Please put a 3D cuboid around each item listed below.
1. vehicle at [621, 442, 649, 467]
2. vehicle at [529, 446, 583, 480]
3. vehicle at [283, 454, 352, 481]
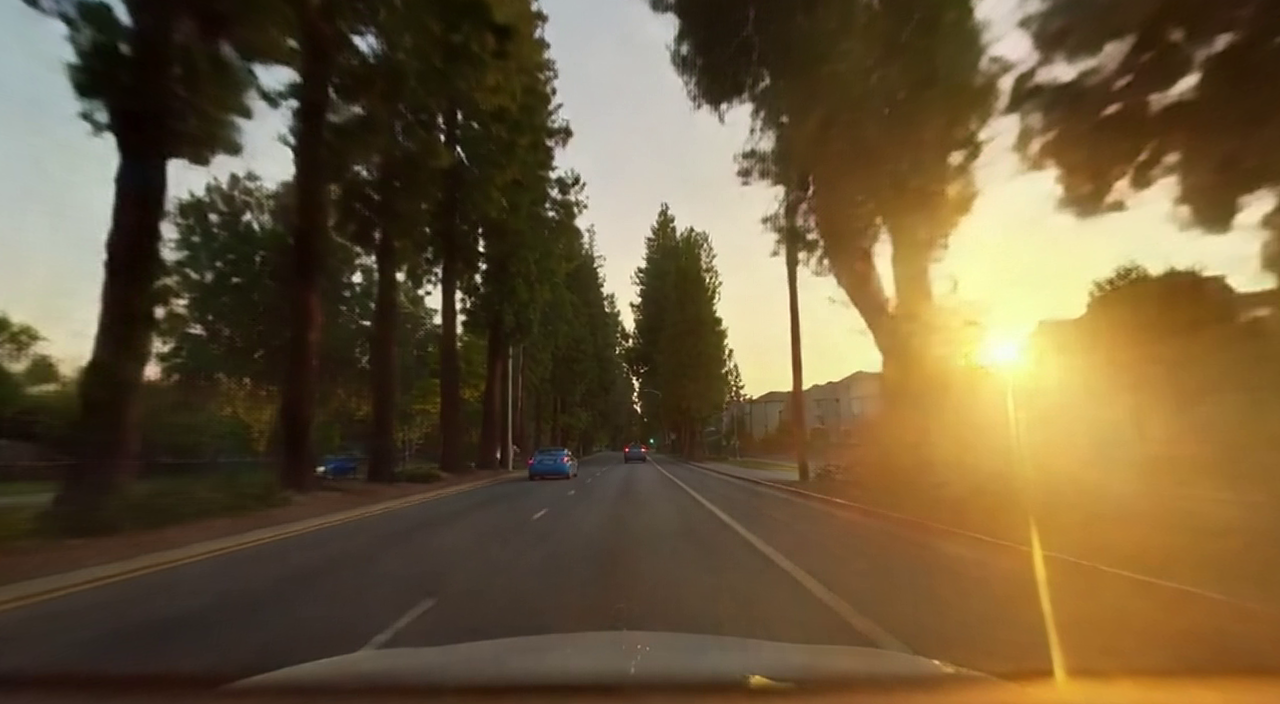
[{"bbox_3d":[-0.381,7.692,47.709,2.018,1.769,3.897,0,-8,-1],"label":"vehicle"},{"bbox_3d":[-3.865,5.143,29.649,1.917,1.448,4.178,0,-8,0],"label":"vehicle"},{"bbox_3d":[-19.977,7.165,39.385,1.872,1.479,4.643,0,-8,0],"label":"vehicle"}]
